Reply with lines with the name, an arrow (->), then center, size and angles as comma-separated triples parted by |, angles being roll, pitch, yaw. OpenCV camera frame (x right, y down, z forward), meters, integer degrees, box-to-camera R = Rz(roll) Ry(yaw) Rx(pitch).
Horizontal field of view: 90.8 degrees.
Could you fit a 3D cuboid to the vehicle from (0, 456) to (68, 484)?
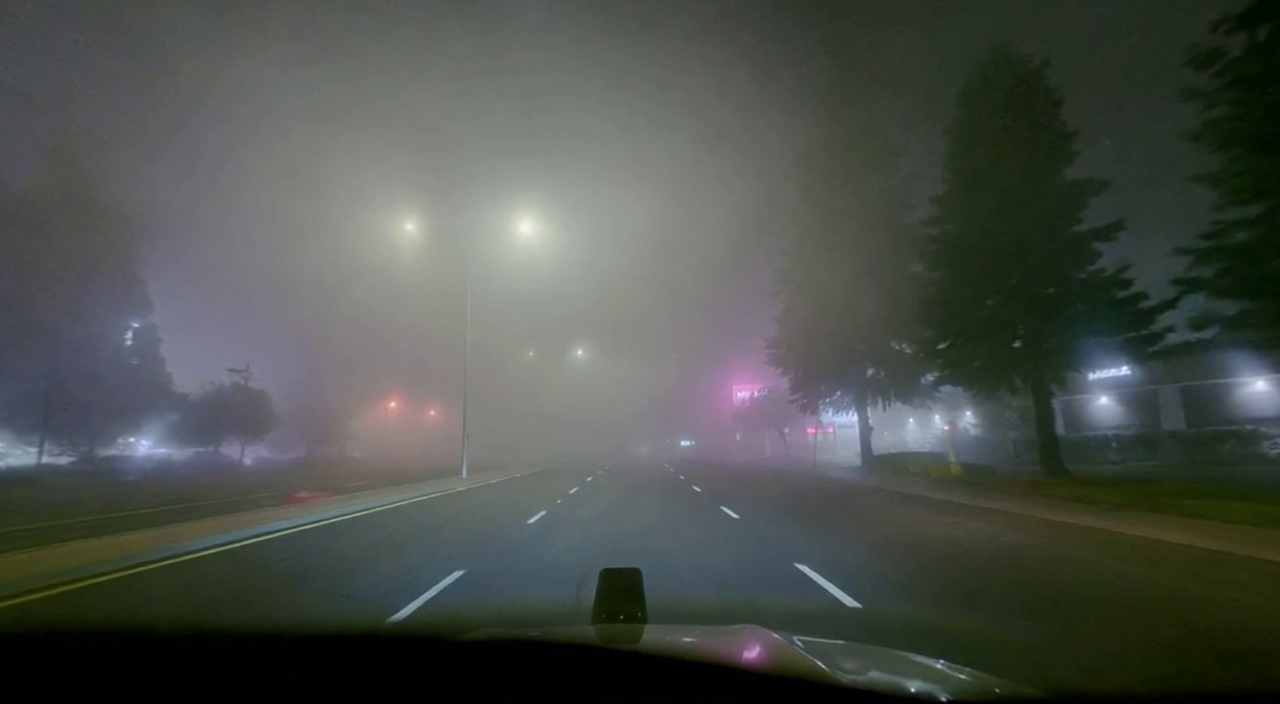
vehicle -> -34.233, 6.394, 34.352 | 4.407, 1.434, 1.814 | 0, -8, 0
